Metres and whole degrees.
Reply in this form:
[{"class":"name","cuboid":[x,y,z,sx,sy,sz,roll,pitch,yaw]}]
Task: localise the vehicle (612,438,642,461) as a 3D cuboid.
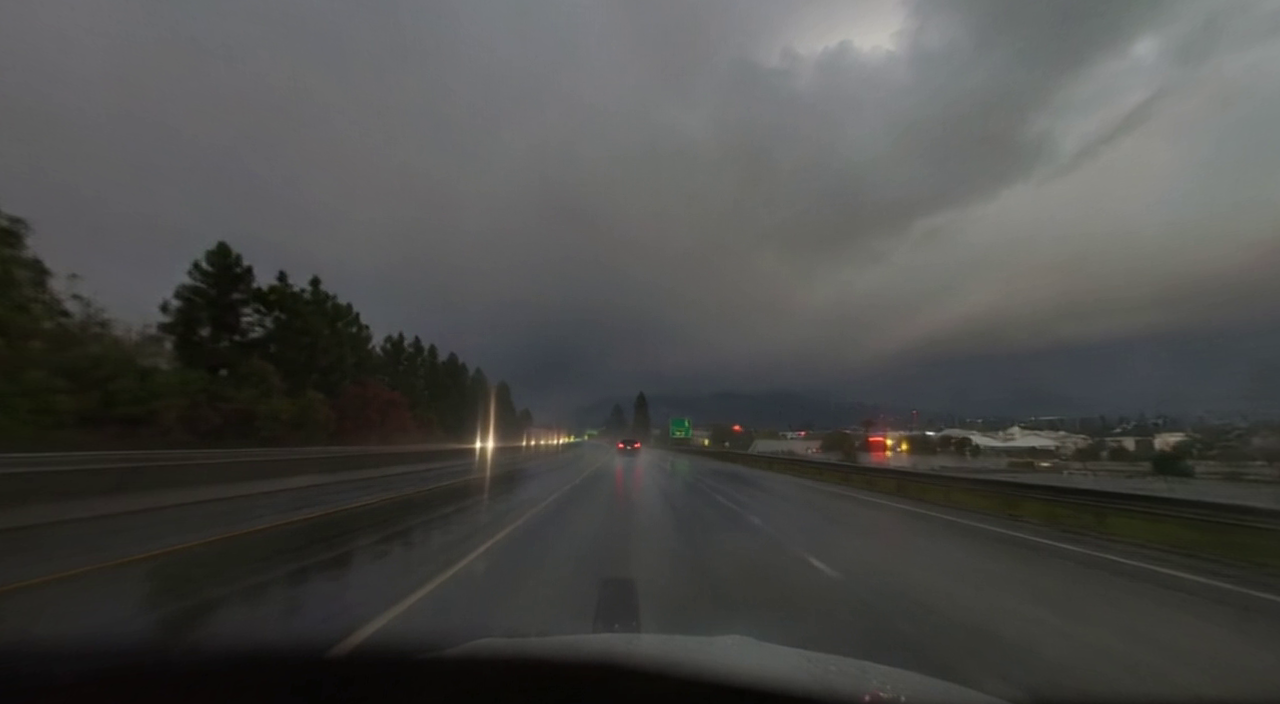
[{"class":"vehicle","cuboid":[-0.966,6.917,44.808,2.099,1.504,3.843,0,-8,-2]}]
